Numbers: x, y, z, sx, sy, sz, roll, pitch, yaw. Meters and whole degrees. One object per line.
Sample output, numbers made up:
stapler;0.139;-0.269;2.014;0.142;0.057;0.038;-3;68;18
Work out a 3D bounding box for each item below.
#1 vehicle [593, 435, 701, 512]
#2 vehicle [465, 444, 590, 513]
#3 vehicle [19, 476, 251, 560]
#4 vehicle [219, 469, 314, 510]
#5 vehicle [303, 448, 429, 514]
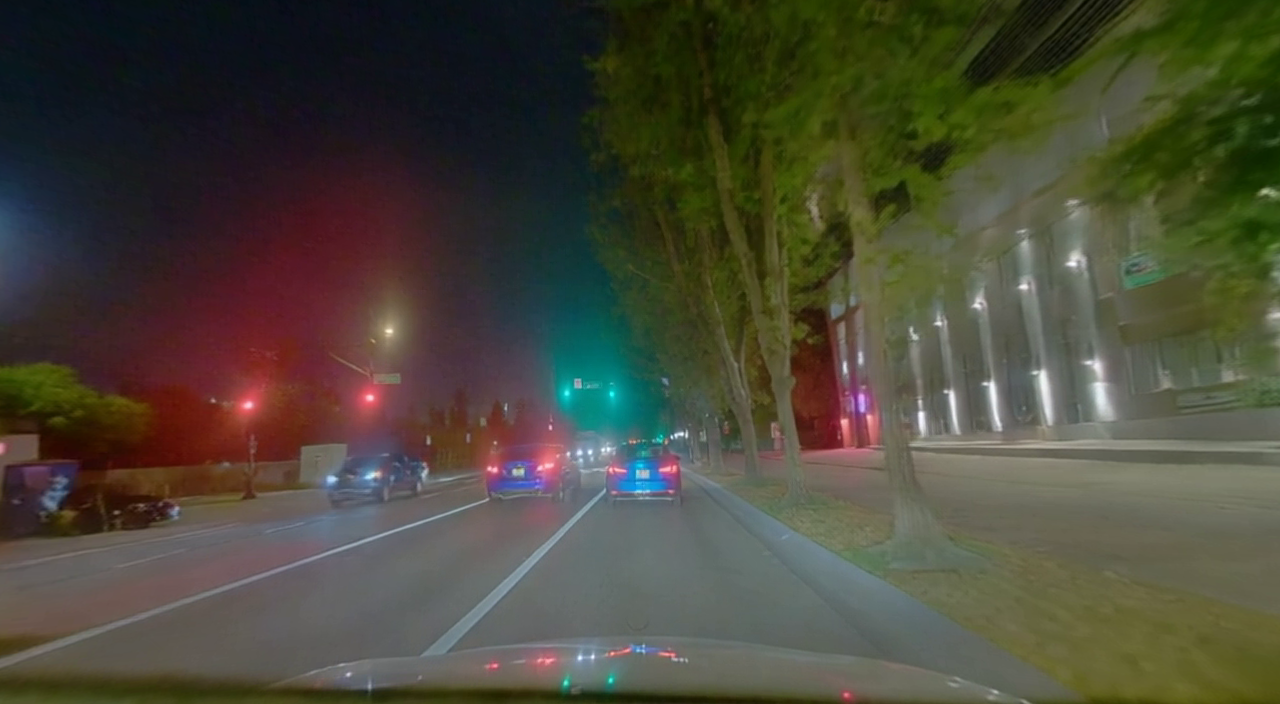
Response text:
vehicle;0.153;2.658;14.252;2.094;1.478;3.922;0;-8;0
vehicle;-2.538;2.998;15.611;2.099;1.424;4.843;0;-8;1
vehicle;-11.728;3.833;15.164;1.861;1.476;4.479;0;-9;0
vehicle;-17.280;6.277;29.081;4.584;1.504;2.124;-6;-10;38
vehicle;-8.388;3.927;19.808;1.931;1.803;4.420;0;-8;0
